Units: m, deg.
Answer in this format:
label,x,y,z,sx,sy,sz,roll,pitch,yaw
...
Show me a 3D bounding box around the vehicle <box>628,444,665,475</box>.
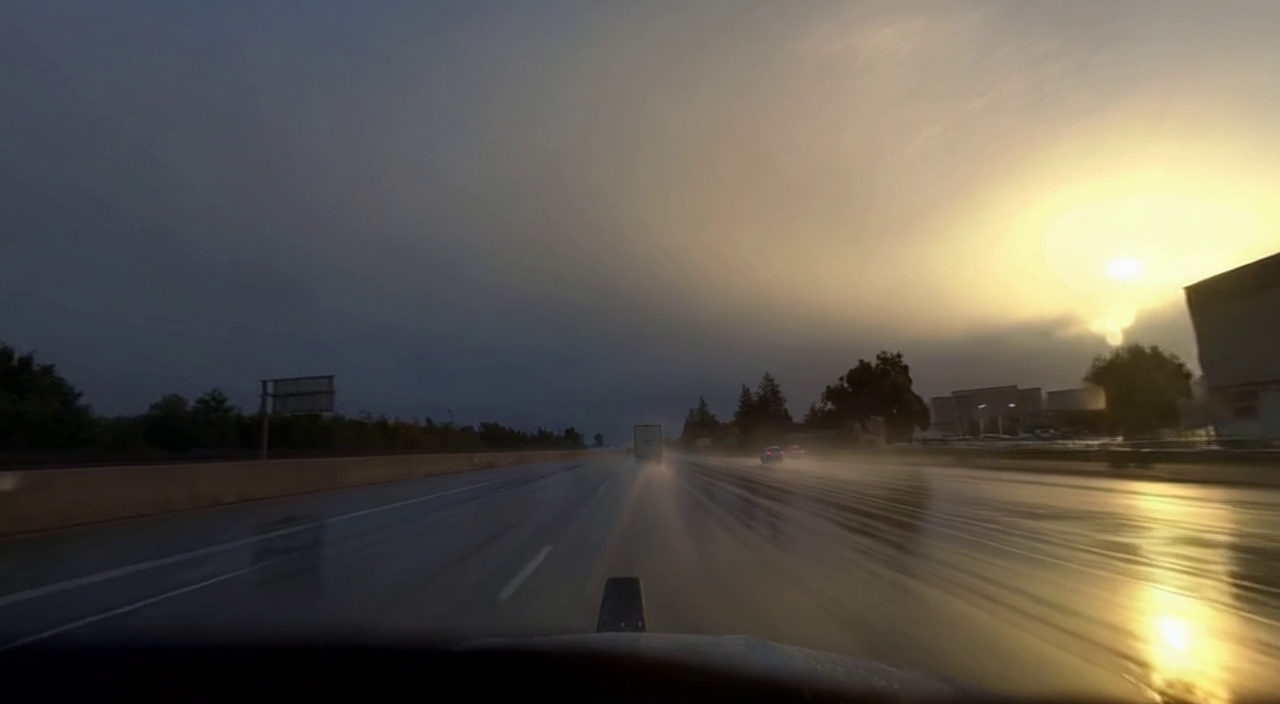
label,x,y,z,sx,sy,sz,roll,pitch,yaw
vehicle,0.374,6.136,36.058,2.015,1.639,4.086,0,-9,1
